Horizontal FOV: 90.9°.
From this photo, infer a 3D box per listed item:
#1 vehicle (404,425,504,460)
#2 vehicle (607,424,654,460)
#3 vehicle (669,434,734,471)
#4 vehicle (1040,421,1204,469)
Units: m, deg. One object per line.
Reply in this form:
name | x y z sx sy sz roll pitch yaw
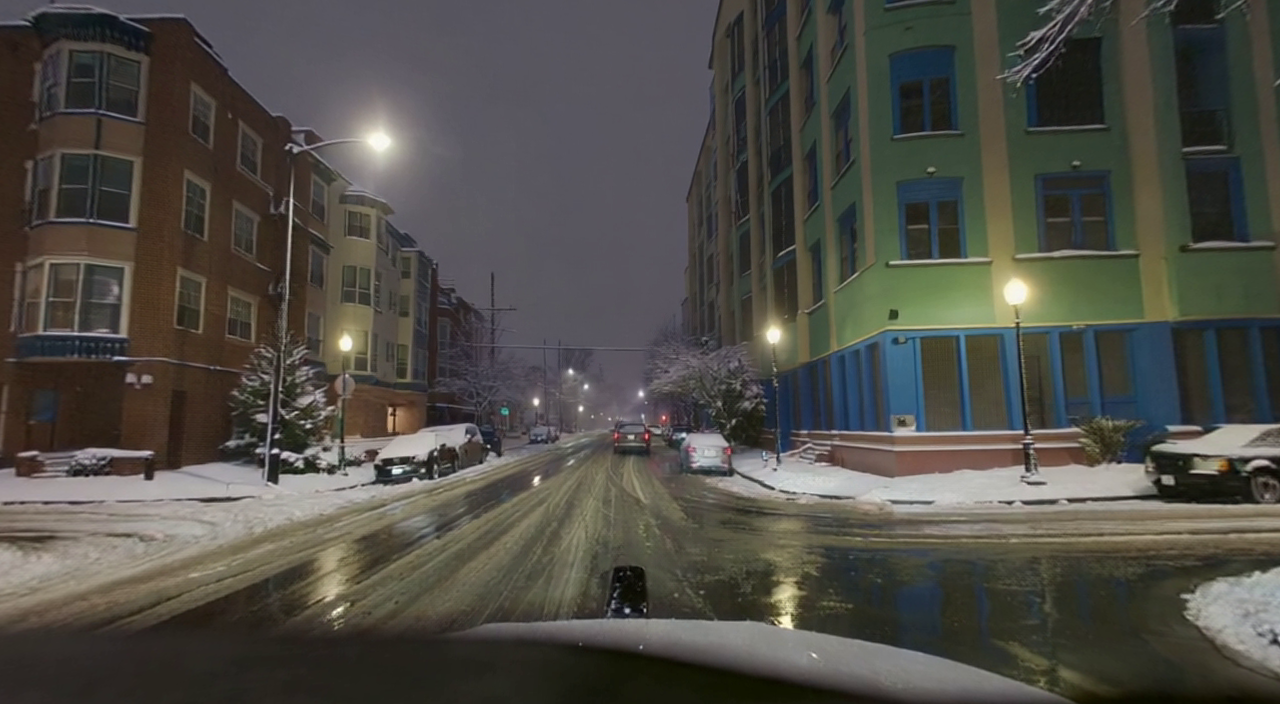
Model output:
vehicle | -11.445 5.588 38.870 5.540 1.950 2.113 4 -12 -28
vehicle | -0.508 4.924 34.428 2.412 1.834 4.636 0 -8 -1
vehicle | 2.528 4.297 27.100 2.290 1.456 4.503 0 -9 -1
vehicle | 15.278 2.965 20.132 3.752 1.453 1.709 0 -9 2
